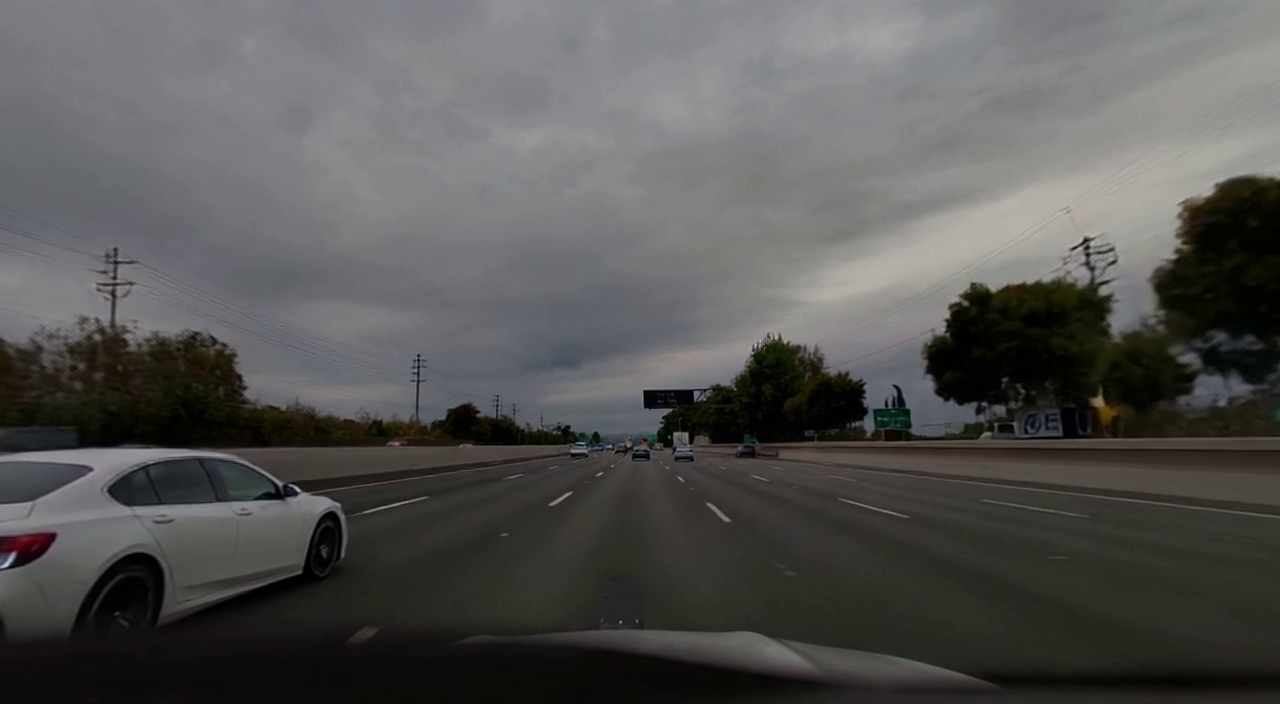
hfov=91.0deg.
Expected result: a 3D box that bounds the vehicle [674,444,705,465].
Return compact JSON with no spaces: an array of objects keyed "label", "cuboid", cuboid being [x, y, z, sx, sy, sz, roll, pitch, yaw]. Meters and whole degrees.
[{"label":"vehicle","cuboid":[3.800,7.905,48.726,2.076,1.506,4.050,0,-9,0]}]

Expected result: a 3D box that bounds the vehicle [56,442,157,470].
[{"label":"vehicle","cuboid":[-31.806,6.191,37.763,1.945,1.577,4.555,0,-9,2]}]

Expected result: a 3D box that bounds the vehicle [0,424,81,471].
[{"label":"vehicle","cuboid":[-35.495,5.348,35.274,2.723,2.454,5.915,0,-9,2]}]

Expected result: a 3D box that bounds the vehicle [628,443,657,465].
[{"label":"vehicle","cuboid":[0.167,7.583,46.839,2.066,1.562,4.198,0,-9,0]}]
